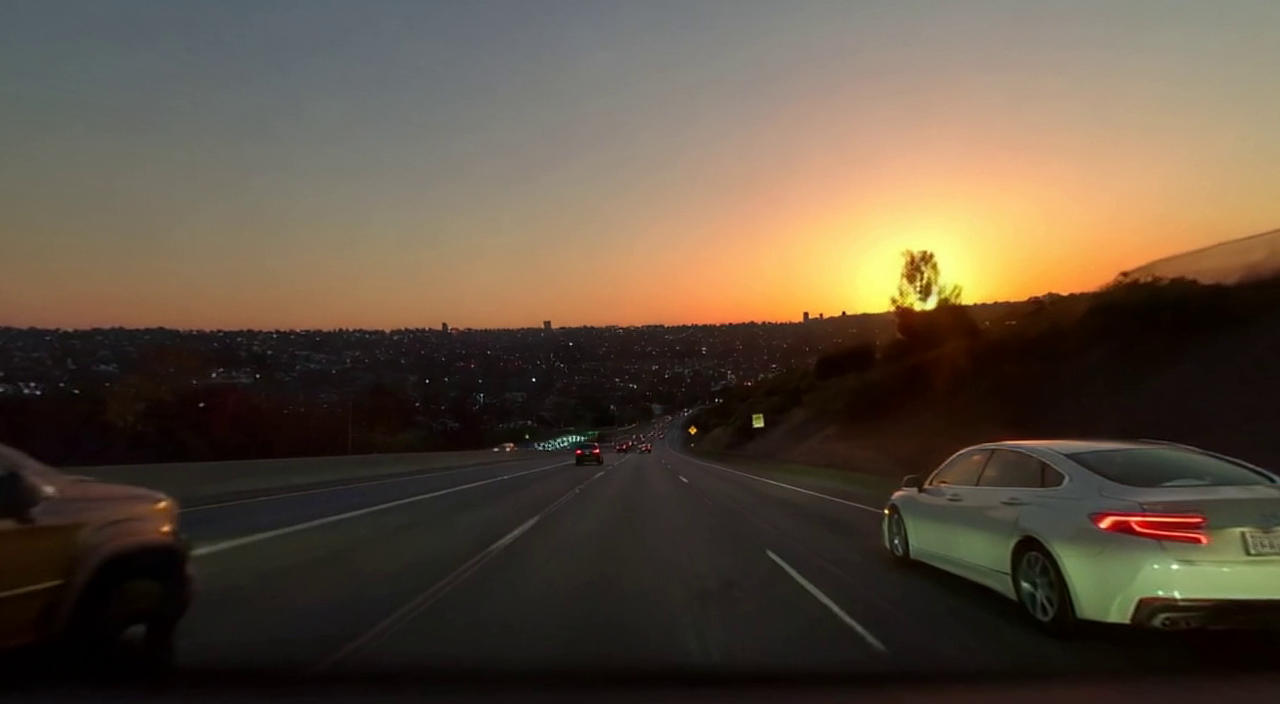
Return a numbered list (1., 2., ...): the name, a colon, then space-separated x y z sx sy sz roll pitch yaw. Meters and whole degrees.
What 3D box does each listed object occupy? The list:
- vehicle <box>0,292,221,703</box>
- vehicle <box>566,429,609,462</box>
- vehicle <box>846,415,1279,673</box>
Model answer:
1. vehicle: -3.598 0.453 0.739 2.285 1.853 5.564 0 -9 1
2. vehicle: -3.798 6.926 46.623 2.496 2.203 6.317 0 -9 1
3. vehicle: 3.905 1.528 6.288 2.047 1.532 4.884 0 -9 0
